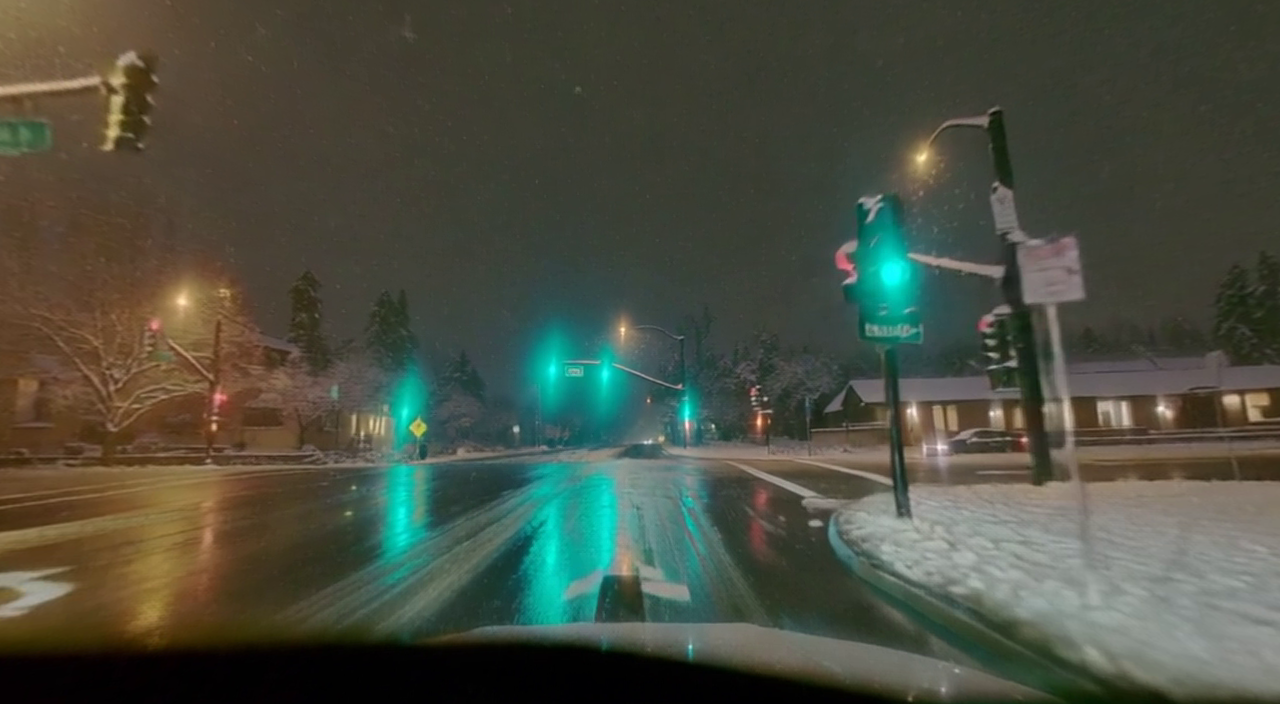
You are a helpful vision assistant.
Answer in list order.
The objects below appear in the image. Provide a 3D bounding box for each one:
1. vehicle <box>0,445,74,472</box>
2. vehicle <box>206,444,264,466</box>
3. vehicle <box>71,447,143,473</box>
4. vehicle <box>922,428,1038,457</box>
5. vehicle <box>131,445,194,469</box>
[{"bbox_3d":[-38.654,6.763,40.320,1.959,1.590,4.105,2,-8,-15],"label":"vehicle"},{"bbox_3d":[-27.533,7.005,43.060,1.665,1.386,4.012,1,-8,-6],"label":"vehicle"},{"bbox_3d":[-34.634,6.989,41.170,2.000,1.582,4.063,2,-8,-16],"label":"vehicle"},{"bbox_3d":[17.025,4.560,31.841,4.720,1.410,1.784,-1,-8,9],"label":"vehicle"},{"bbox_3d":[-31.863,7.002,42.318,1.816,1.423,4.126,2,-8,-14],"label":"vehicle"}]
